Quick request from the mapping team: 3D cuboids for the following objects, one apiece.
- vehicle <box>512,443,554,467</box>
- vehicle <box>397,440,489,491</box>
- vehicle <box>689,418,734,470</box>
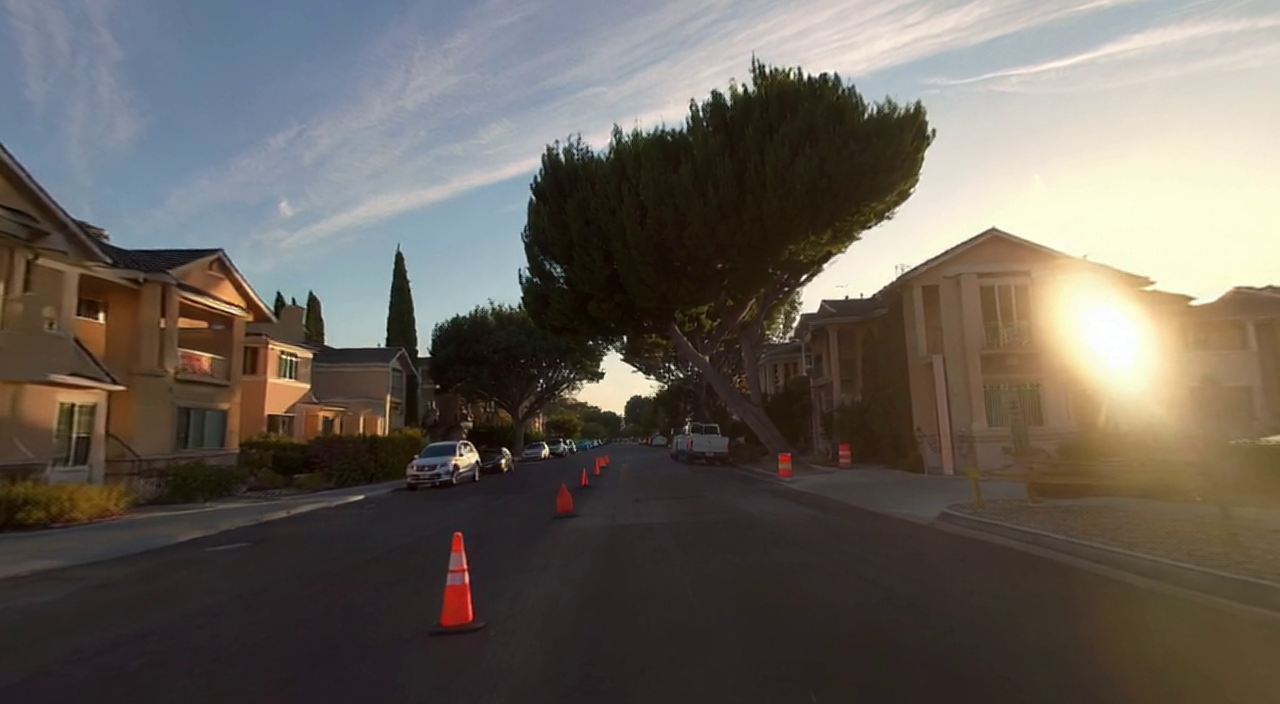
[{"bbox_3d":[-7.017,6.830,41.896,1.974,1.479,4.607,0,-8,0],"label":"vehicle"},{"bbox_3d":[-6.881,3.981,22.569,1.957,1.608,4.476,0,-8,-1],"label":"vehicle"},{"bbox_3d":[3.697,4.838,33.278,2.082,2.534,3.248,-2,-8,3],"label":"vehicle"}]
